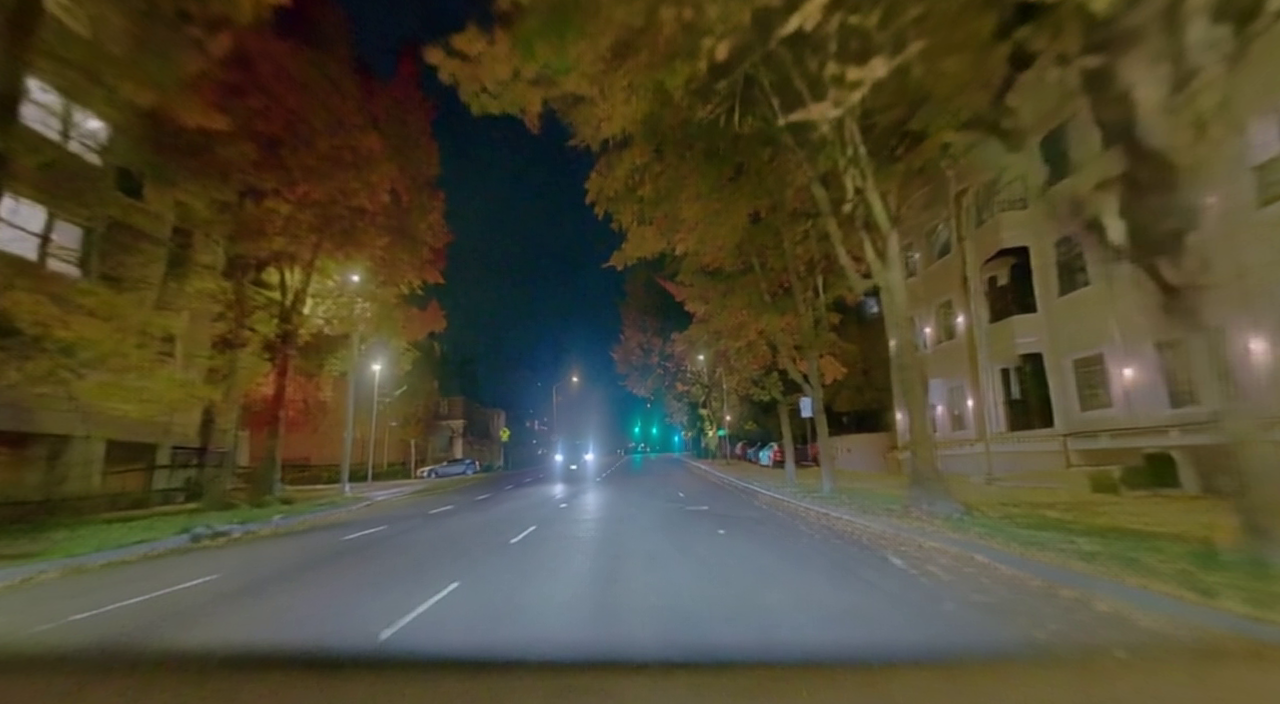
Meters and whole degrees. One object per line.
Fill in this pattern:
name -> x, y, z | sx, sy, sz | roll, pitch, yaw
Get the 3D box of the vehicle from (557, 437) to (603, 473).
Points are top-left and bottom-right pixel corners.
vehicle -> -3.532, 6.228, 38.403 | 2.275, 1.953, 5.423 | 0, -9, 0

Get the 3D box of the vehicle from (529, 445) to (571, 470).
vehicle -> -6.415, 7.596, 45.700 | 2.481, 1.714, 4.702 | 0, -9, -1

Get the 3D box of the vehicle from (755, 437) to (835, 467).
vehicle -> 9.472, 6.180, 38.903 | 4.385, 1.612, 2.070 | -3, -9, 5
